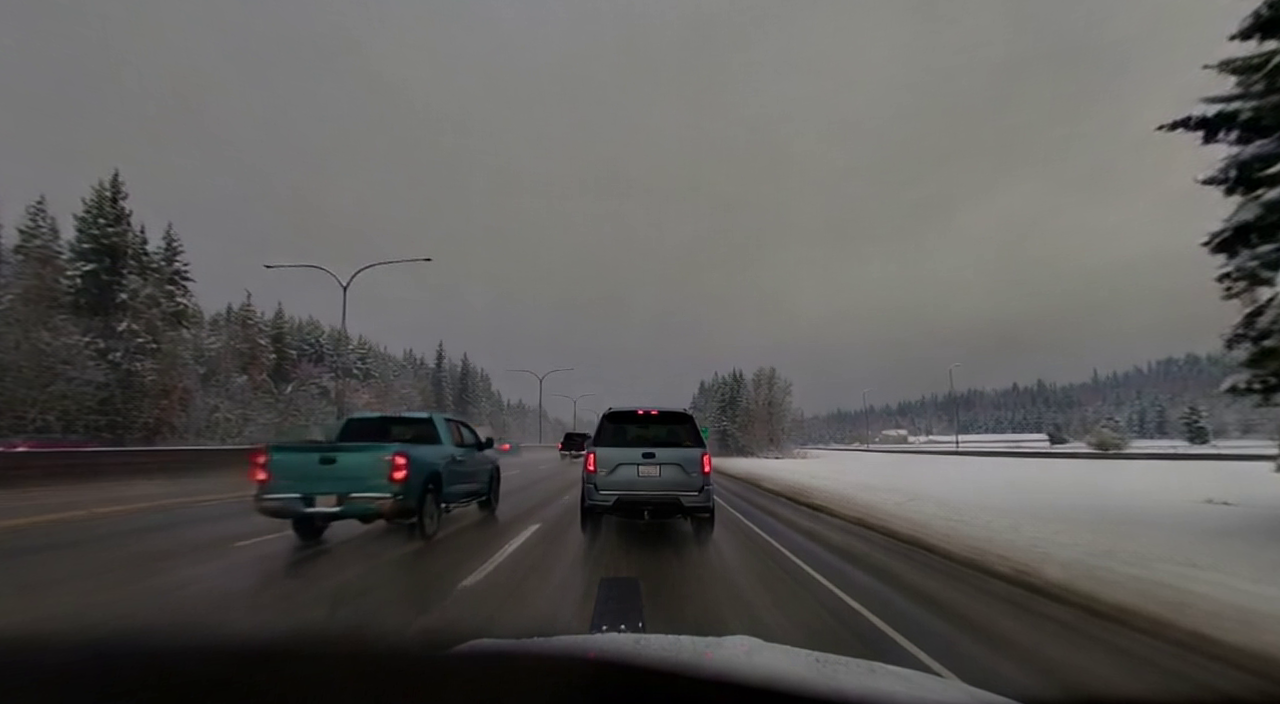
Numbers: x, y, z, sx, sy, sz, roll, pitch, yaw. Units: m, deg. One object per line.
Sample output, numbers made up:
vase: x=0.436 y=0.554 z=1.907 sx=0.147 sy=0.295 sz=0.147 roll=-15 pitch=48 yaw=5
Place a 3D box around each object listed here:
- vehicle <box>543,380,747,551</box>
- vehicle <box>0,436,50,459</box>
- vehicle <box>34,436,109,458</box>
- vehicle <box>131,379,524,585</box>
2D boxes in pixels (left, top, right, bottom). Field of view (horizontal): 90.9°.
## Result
vehicle: x=0.053 y=1.698 z=9.908 sx=2.395 sy=2.013 sz=4.734 roll=0 pitch=-9 yaw=0
vehicle: x=-40.846 y=6.204 z=40.992 sx=1.512 sy=1.377 sz=3.423 roll=0 pitch=-8 yaw=2
vehicle: x=-36.905 y=6.171 z=41.043 sx=1.643 sy=1.386 sz=3.351 roll=0 pitch=-9 yaw=2
vehicle: x=-3.341 y=1.607 z=8.706 sx=2.235 sy=1.826 sz=6.106 roll=0 pitch=-9 yaw=1
